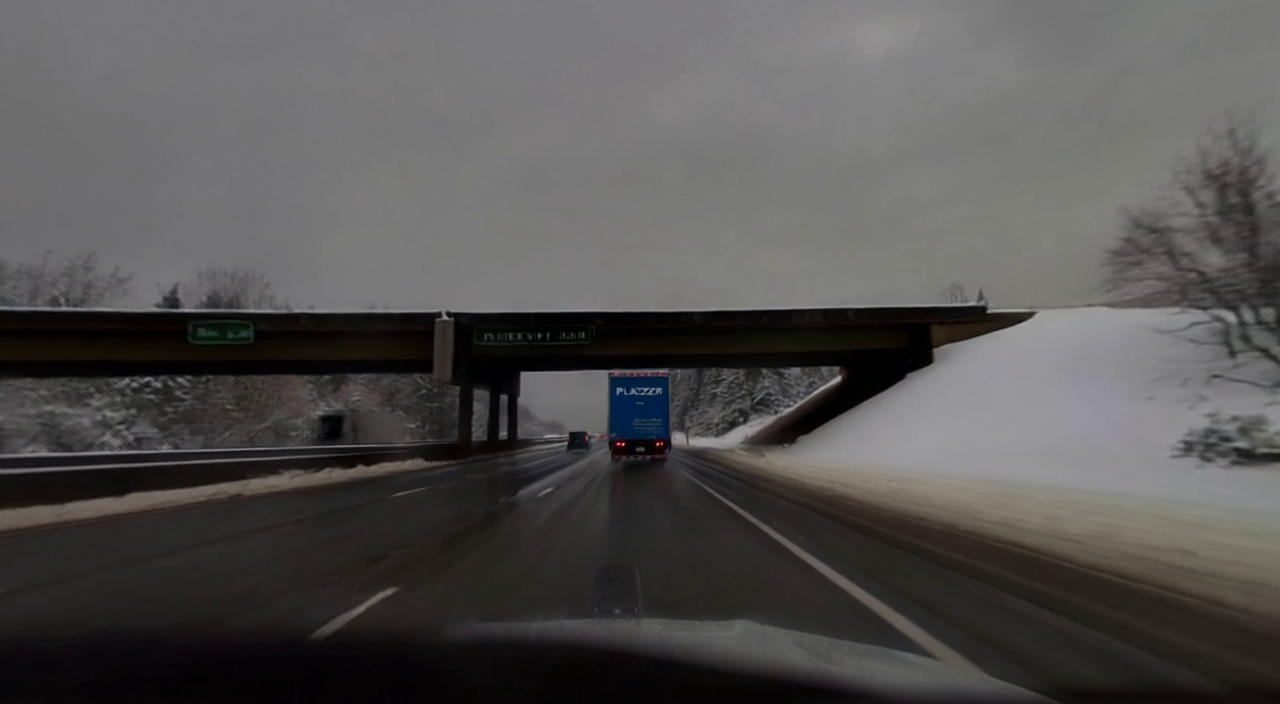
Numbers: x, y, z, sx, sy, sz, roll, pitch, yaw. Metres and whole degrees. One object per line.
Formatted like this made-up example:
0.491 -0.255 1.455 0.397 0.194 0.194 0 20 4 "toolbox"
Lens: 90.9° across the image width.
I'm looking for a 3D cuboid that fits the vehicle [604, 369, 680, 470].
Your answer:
-0.046 3.422 30.597 2.926 3.959 11.818 0 -8 -1 "vehicle"
